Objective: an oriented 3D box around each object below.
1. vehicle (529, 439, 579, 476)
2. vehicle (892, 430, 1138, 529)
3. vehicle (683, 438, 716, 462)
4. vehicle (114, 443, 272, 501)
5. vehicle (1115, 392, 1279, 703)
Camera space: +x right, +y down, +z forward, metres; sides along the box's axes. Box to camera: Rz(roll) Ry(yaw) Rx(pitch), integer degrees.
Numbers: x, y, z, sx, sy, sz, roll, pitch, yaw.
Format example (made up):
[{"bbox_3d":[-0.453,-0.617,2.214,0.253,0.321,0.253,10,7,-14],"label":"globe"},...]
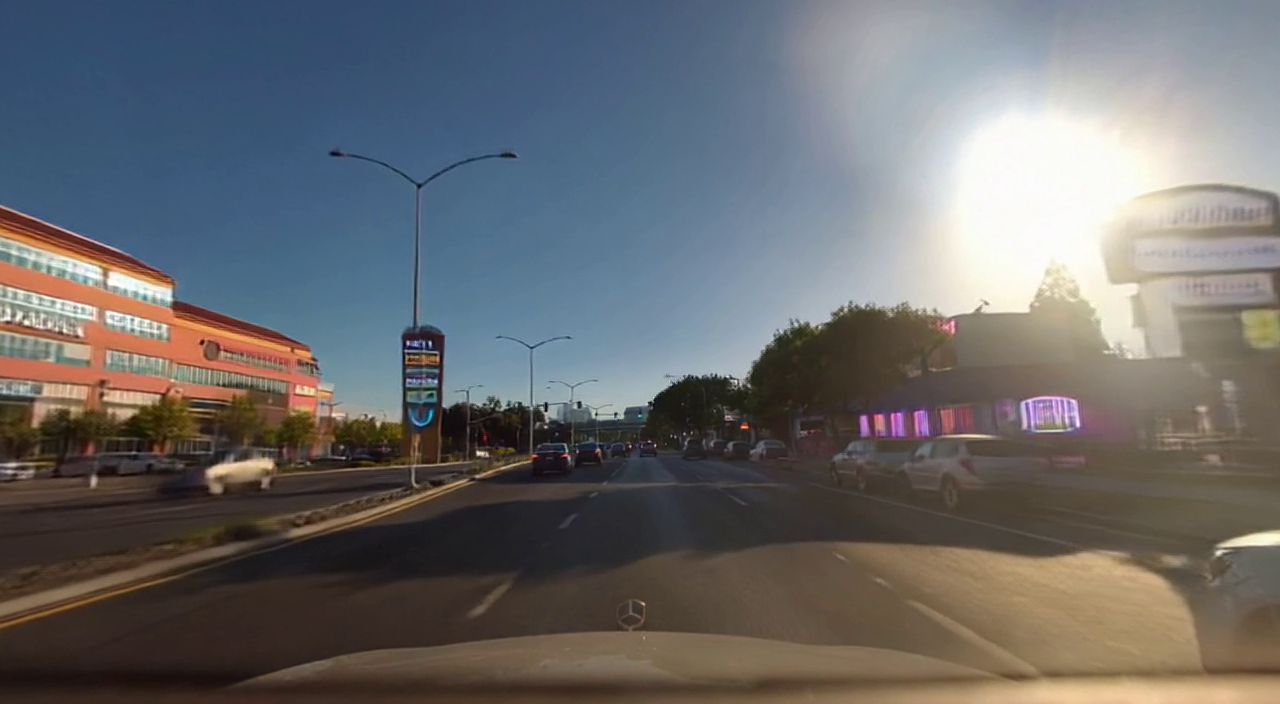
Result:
[{"bbox_3d":[-3.813,4.706,28.488,1.917,1.511,4.436,0,-8,-4],"label":"vehicle"},{"bbox_3d":[7.111,2.431,12.688,1.918,1.598,4.536,0,-8,-4],"label":"vehicle"},{"bbox_3d":[4.495,7.479,48.146,2.007,1.683,4.171,0,-8,-1],"label":"vehicle"},{"bbox_3d":[-14.558,3.872,20.918,1.905,1.687,4.436,0,-8,1],"label":"vehicle"},{"bbox_3d":[3.450,0.688,0.930,1.981,1.499,4.536,0,-8,1],"label":"vehicle"}]
